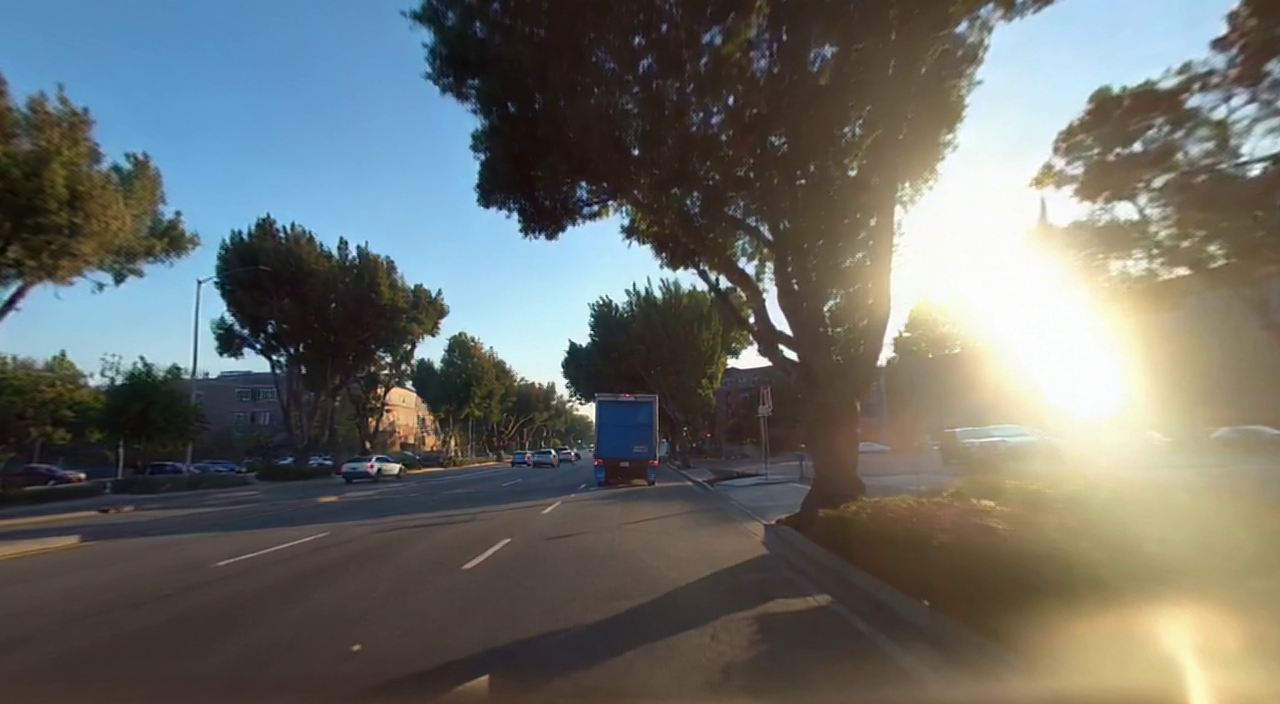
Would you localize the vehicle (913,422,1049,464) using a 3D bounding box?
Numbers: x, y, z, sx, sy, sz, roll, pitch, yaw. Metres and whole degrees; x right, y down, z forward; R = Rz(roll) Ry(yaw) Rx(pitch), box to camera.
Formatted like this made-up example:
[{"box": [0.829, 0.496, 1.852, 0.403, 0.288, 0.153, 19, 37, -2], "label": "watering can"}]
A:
[{"box": [13.424, 3.606, 24.915, 4.321, 1.579, 1.823, 0, -8, 0], "label": "vehicle"}]

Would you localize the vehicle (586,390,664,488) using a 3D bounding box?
[{"box": [-0.603, 3.921, 27.930, 2.905, 3.644, 8.807, 0, -9, 0], "label": "vehicle"}]

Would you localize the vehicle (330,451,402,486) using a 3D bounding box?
[{"box": [-14.344, 6.077, 33.129, 1.958, 1.672, 4.283, 0, -9, -1], "label": "vehicle"}]

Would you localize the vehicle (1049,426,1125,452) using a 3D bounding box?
[{"box": [27.010, 5.310, 37.984, 3.313, 1.373, 1.590, -2, -10, -1], "label": "vehicle"}]

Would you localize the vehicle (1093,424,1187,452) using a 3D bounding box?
[{"box": [25.993, 4.476, 32.699, 3.537, 1.393, 1.581, 0, -10, -2], "label": "vehicle"}]

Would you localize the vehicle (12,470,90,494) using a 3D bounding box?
[{"box": [-39.782, 8.748, 42.434, 1.645, 1.416, 3.497, -6, -10, 39], "label": "vehicle"}]

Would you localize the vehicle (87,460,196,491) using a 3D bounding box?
[{"box": [-34.372, 8.541, 43.384, 5.452, 1.994, 2.312, 0, -9, 0], "label": "vehicle"}]
